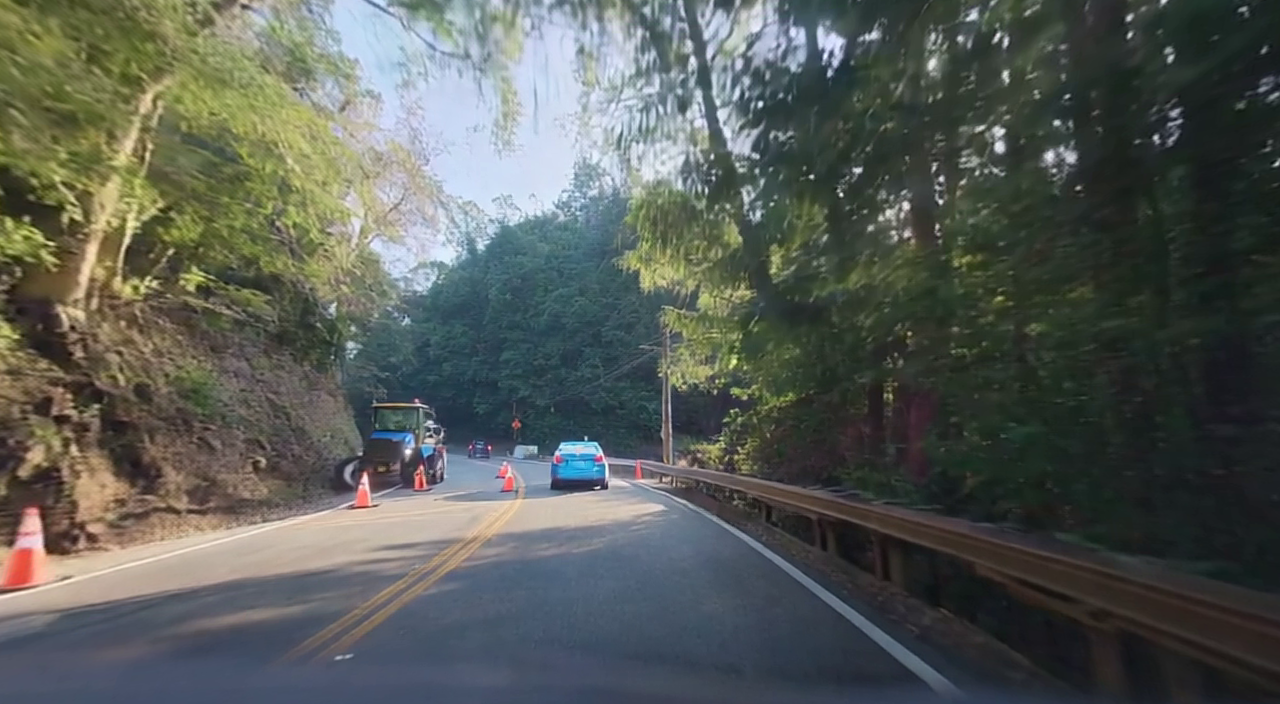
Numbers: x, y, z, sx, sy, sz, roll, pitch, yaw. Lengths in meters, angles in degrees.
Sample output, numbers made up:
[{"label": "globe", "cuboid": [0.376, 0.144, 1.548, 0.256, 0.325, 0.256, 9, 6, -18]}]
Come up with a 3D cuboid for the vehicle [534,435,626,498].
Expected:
[{"label": "vehicle", "cuboid": [-1.782, 3.087, 17.482, 2.259, 1.503, 4.075, 1, -8, -9]}]

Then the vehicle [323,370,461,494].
[{"label": "vehicle", "cuboid": [-7.117, 2.424, 18.827, 2.364, 3.191, 4.942, 1, -8, -5]}]
